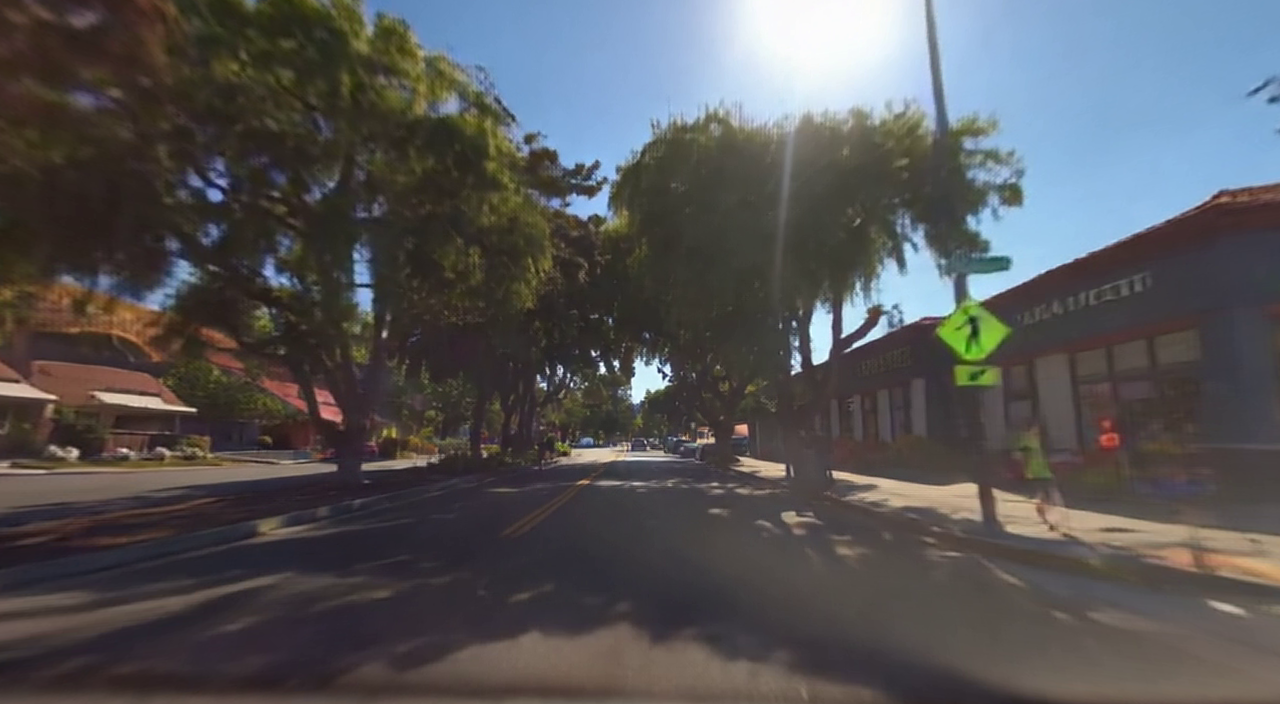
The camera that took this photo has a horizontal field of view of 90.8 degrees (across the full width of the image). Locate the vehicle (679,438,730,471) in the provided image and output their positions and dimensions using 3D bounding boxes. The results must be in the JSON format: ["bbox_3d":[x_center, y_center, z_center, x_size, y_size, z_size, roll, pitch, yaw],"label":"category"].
[{"bbox_3d":[3.141,5.105,31.607,2.152,1.527,4.010,0,-9,0],"label":"vehicle"}]
